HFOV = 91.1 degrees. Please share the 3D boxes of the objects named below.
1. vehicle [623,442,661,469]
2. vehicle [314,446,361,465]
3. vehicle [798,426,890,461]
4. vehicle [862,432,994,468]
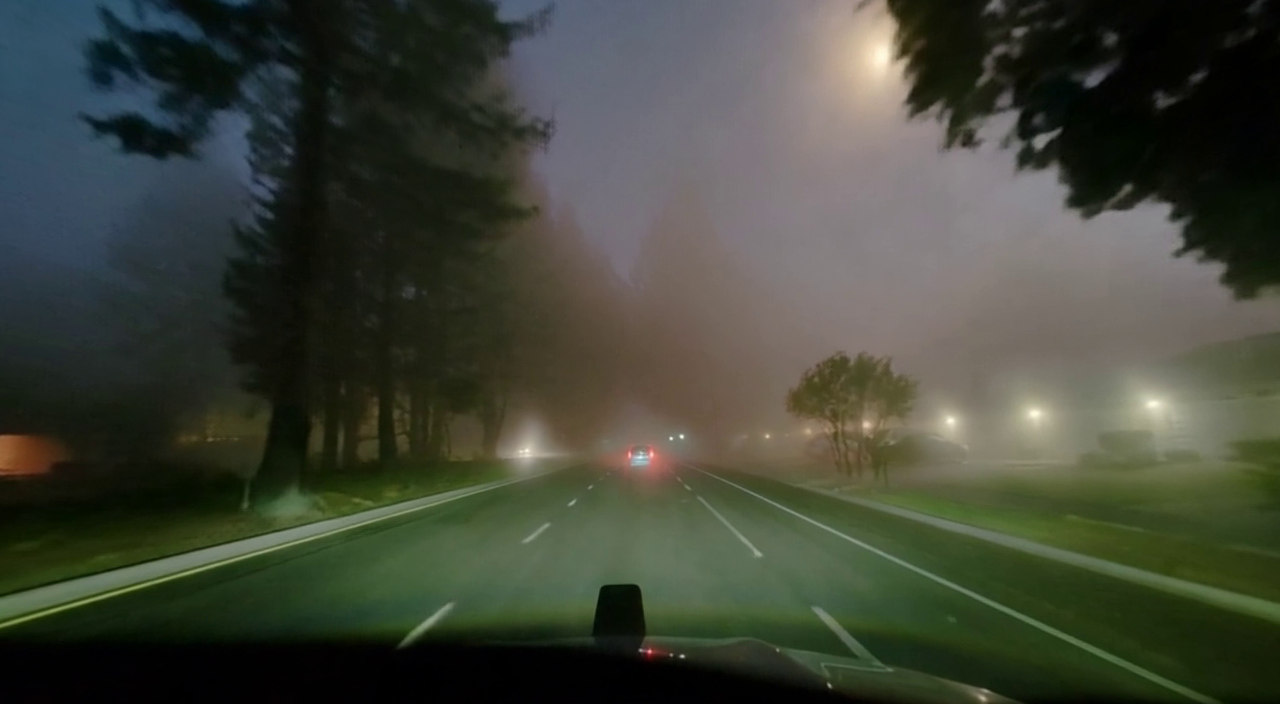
[{"bbox_3d":[0.120,6.025,36.651,2.054,1.456,4.003,0,-8,0],"label":"vehicle"},{"bbox_3d":[-23.933,8.187,49.796,1.892,1.455,3.564,0,-8,1],"label":"vehicle"},{"bbox_3d":[12.493,5.665,38.733,4.923,2.019,1.985,0,-9,2],"label":"vehicle"},{"bbox_3d":[12.437,4.252,27.306,4.787,1.494,1.887,0,-8,1],"label":"vehicle"}]
